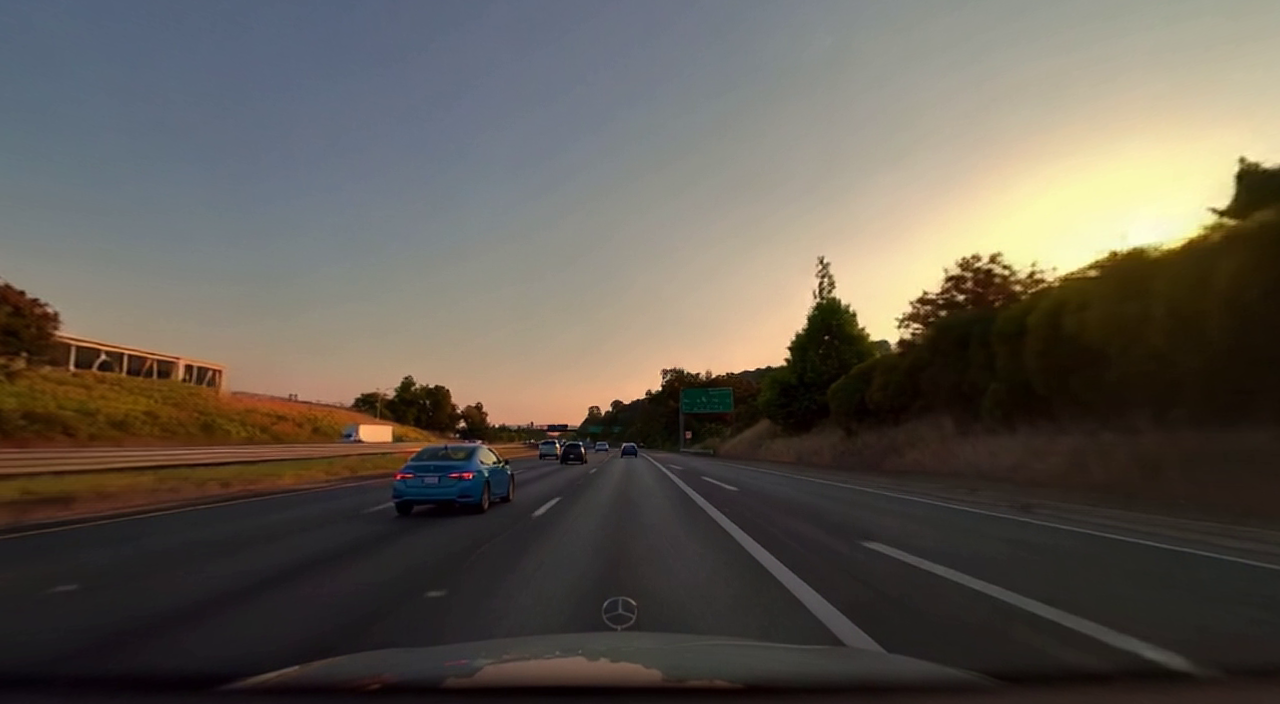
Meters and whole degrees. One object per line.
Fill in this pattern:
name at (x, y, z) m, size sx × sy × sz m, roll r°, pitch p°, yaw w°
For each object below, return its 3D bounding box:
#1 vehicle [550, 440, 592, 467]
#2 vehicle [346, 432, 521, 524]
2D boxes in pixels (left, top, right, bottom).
vehicle at (-4.080, 6.079, 37.928) m, size 2.068 × 1.501 × 4.395 m, roll 0°, pitch -8°, yaw -1°
vehicle at (-3.832, 2.413, 12.702) m, size 2.025 × 1.506 × 4.429 m, roll 0°, pitch -8°, yaw 0°
